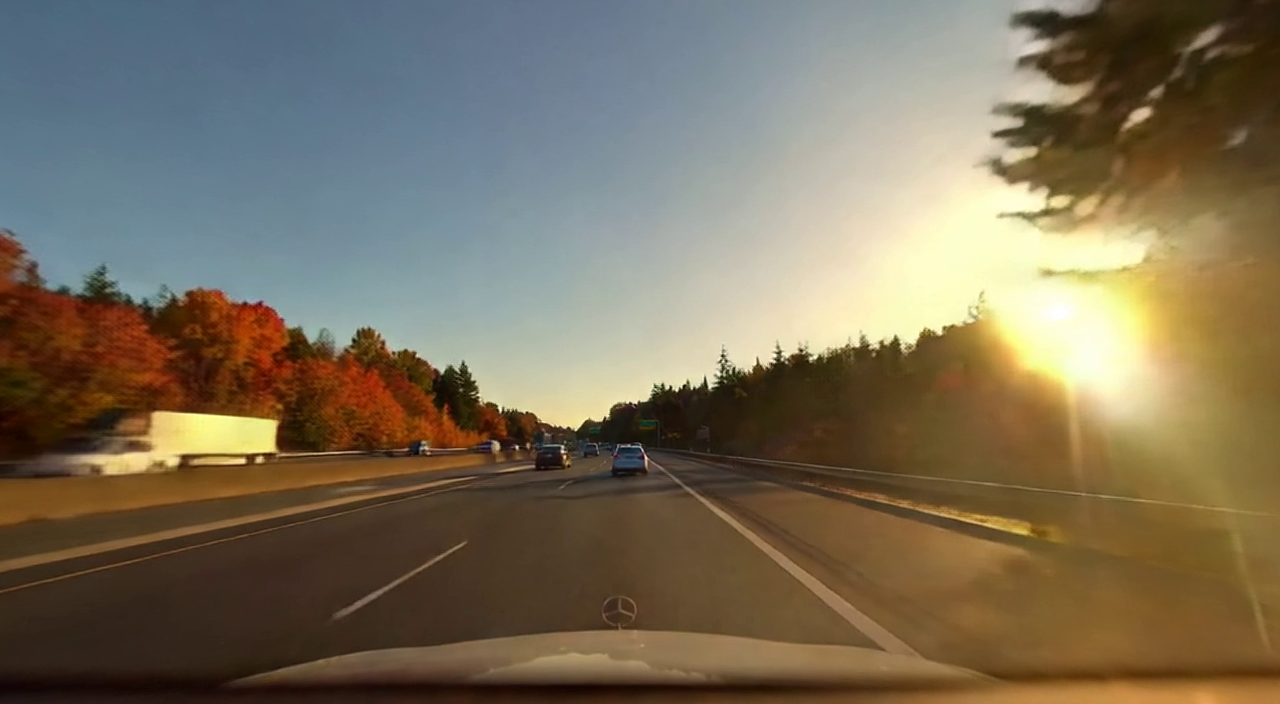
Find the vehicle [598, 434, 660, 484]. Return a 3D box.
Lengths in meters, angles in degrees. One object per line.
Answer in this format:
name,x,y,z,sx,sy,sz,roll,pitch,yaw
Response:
vehicle,-0.386,3.988,23.566,2.115,1.661,4.049,0,-9,0

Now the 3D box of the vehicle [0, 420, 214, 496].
vehicle,-13.313,2.626,15.709,2.003,1.594,4.599,-1,-9,0

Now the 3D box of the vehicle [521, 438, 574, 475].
vehicle,-4.609,5.301,31.916,1.974,1.688,4.727,-1,-9,0
